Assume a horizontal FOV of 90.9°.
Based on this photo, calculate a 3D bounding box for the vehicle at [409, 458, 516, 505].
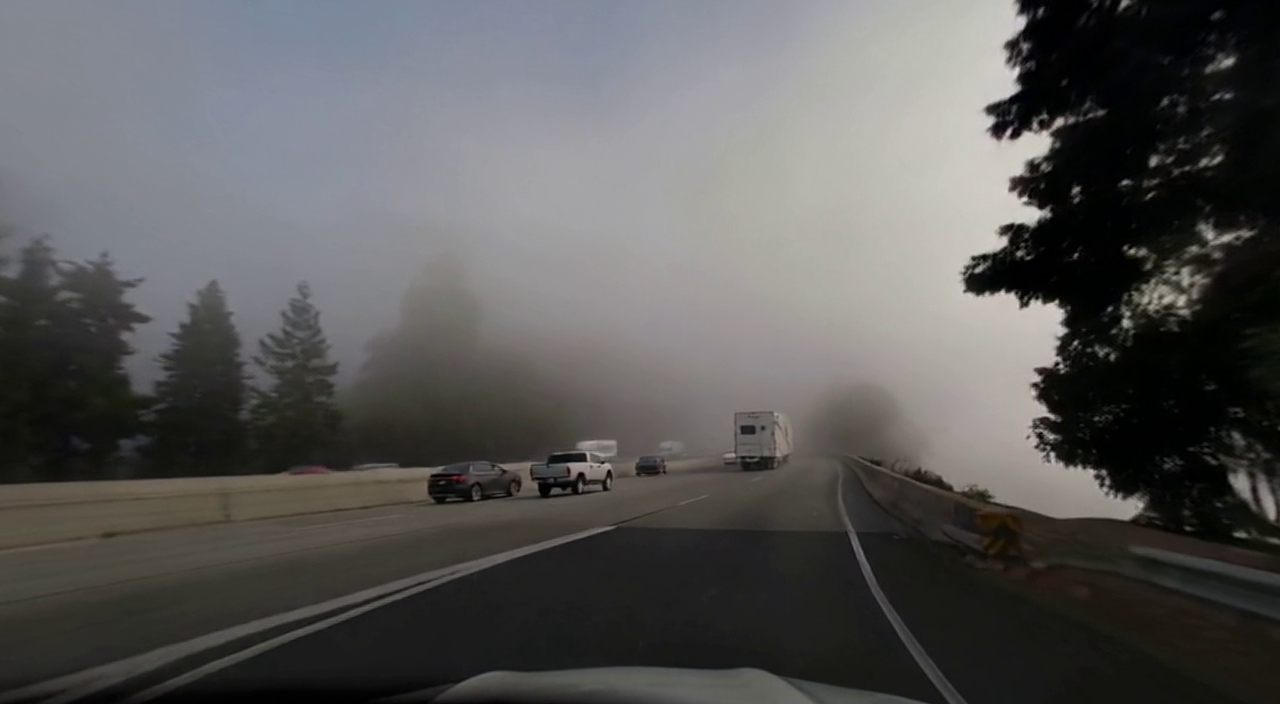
[{"bbox_3d":[-6.621,4.874,24.054,1.872,1.536,4.134,-3,-9,18],"label":"vehicle"}]

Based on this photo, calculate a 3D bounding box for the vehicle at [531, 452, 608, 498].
[{"bbox_3d":[-2.590,4.601,23.860,1.778,1.560,3.030,-3,-9,19],"label":"vehicle"}]

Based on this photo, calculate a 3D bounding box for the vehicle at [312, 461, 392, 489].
[{"bbox_3d":[-15.660,6.689,34.505,1.763,1.387,3.841,-3,-9,18],"label":"vehicle"}]
